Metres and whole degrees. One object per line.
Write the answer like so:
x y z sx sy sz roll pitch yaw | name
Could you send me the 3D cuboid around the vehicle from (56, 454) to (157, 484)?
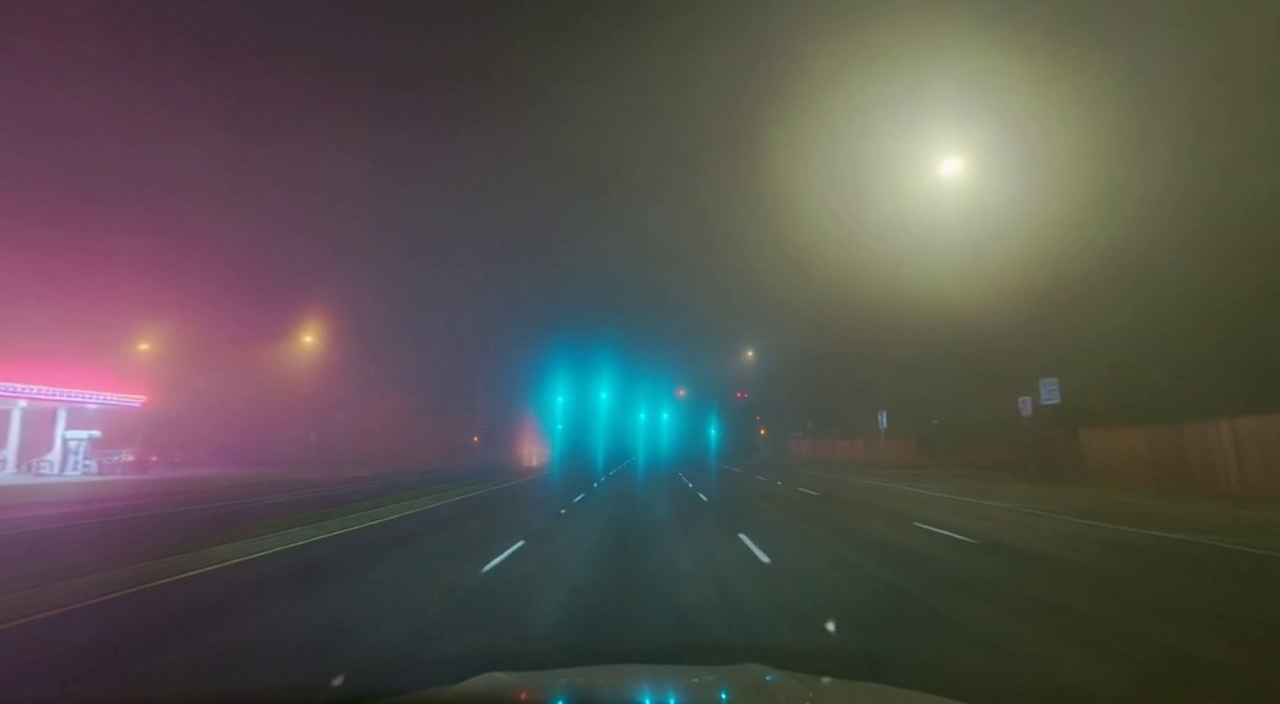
-34.219 7.452 40.487 1.992 1.721 4.570 -7 -11 39 | vehicle
